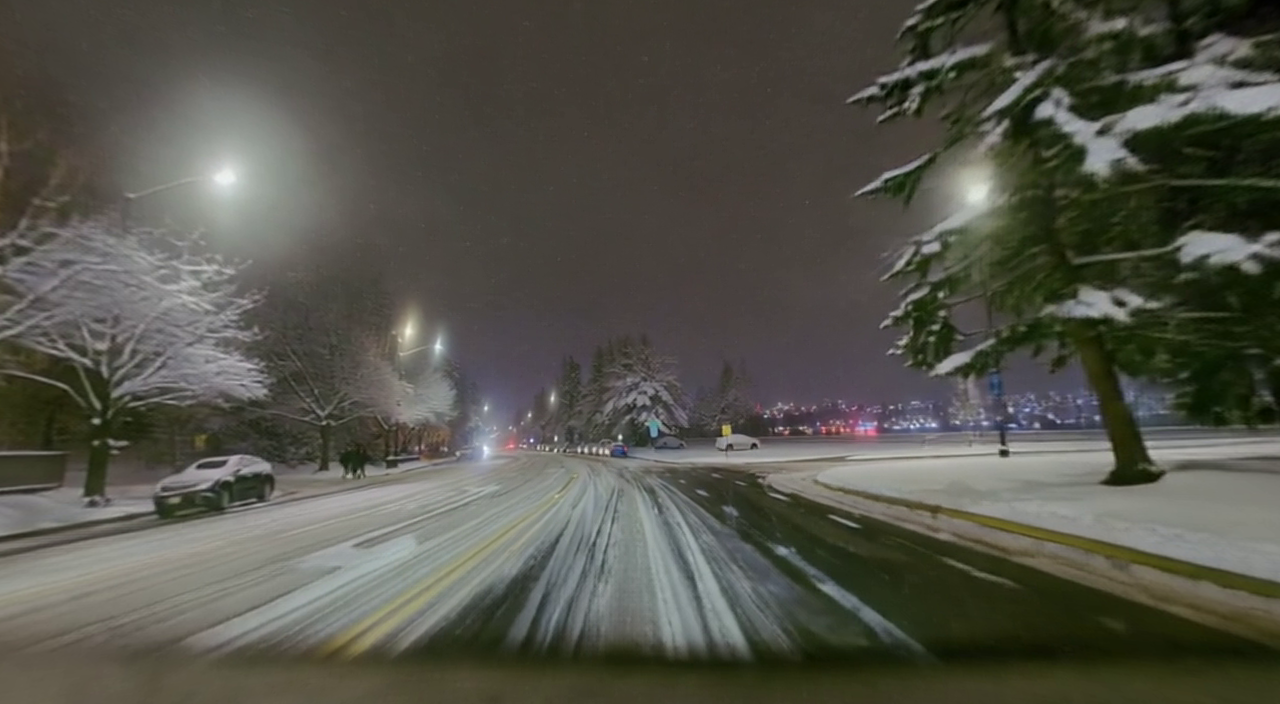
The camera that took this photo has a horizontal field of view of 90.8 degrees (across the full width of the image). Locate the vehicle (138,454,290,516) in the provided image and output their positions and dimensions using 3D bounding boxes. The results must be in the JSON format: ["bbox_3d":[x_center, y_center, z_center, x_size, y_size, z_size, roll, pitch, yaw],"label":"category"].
[{"bbox_3d":[-13.713,4.279,20.753,2.090,1.680,4.434,-3,-10,-4],"label":"vehicle"}]
